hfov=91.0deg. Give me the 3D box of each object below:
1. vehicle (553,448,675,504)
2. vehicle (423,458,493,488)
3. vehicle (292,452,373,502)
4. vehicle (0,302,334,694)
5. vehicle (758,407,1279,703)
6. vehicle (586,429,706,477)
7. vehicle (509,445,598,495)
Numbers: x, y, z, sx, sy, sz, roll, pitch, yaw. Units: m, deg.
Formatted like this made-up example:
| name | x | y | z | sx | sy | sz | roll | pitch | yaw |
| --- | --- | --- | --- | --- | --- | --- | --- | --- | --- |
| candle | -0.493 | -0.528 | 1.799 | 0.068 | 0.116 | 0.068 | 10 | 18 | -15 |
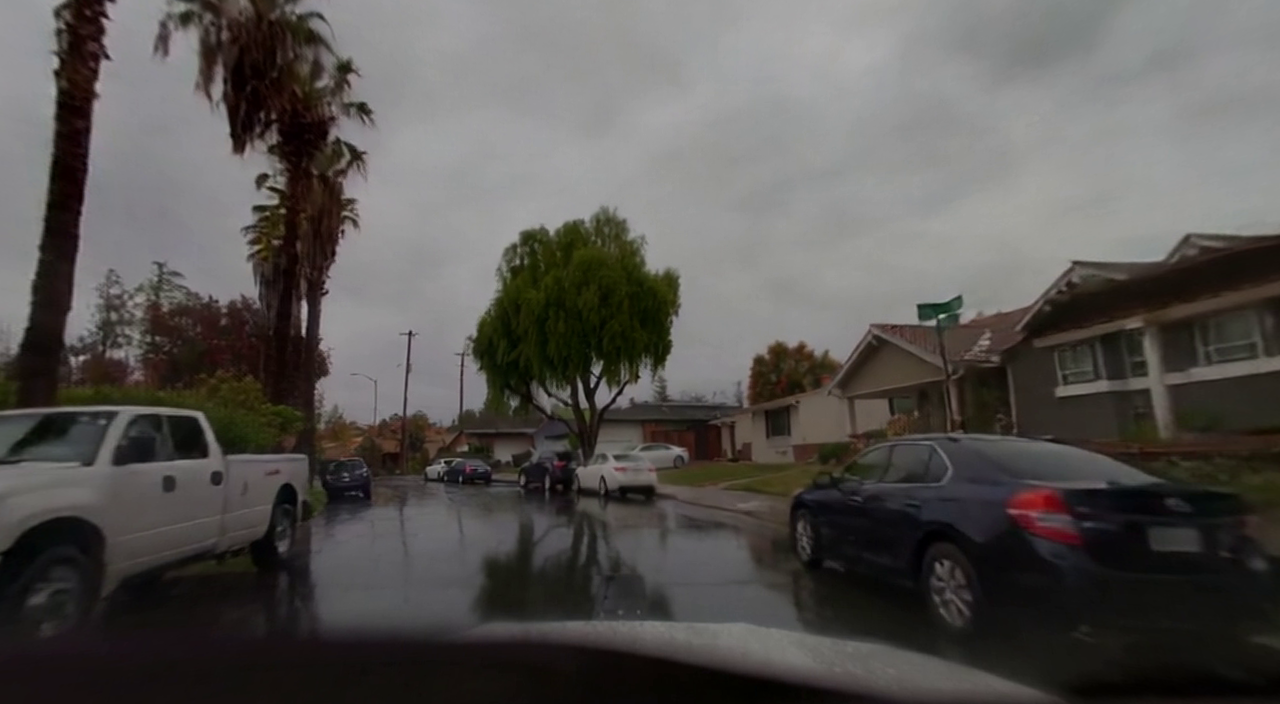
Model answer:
| name | x | y | z | sx | sy | sz | roll | pitch | yaw |
| --- | --- | --- | --- | --- | --- | --- | --- | --- | --- |
| vehicle | -0.997 | 3.850 | 20.195 | 2.108 | 1.503 | 4.977 | 4 | -9 | -25 |
| vehicle | -10.479 | 6.883 | 36.031 | 2.006 | 1.484 | 4.768 | 7 | -11 | -40 |
| vehicle | -13.327 | 5.344 | 27.115 | 2.026 | 1.816 | 4.532 | 2 | -9 | -41 |
| vehicle | -5.293 | 1.362 | 6.070 | 2.337 | 2.289 | 6.092 | -7 | -8 | -9 |
| vehicle | 2.635 | 1.382 | 5.410 | 1.927 | 1.522 | 4.728 | 1 | -8 | -5 |
| vehicle | 0.319 | 4.972 | 31.237 | 5.510 | 2.121 | 2.129 | -1 | -9 | 20 |
| vehicle | -3.528 | 4.590 | 24.988 | 1.918 | 1.753 | 4.655 | 5 | -10 | -29 |
